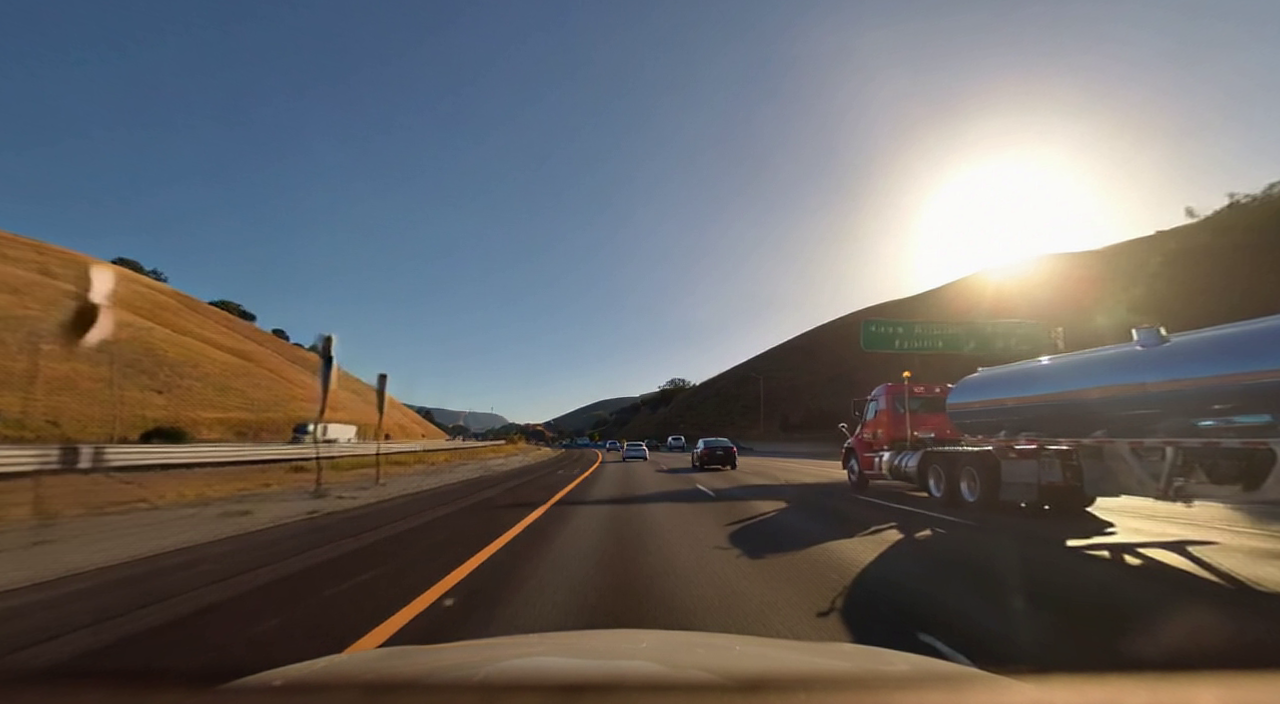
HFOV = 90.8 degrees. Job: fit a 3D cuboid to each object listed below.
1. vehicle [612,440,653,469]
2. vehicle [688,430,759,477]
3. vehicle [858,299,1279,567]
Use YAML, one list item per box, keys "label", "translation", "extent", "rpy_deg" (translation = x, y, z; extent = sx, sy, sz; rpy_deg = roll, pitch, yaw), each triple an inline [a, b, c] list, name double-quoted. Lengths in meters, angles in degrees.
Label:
- label: "vehicle"
  translation: [-0.471, 5.558, 34.294]
  extent: [2.083, 1.477, 3.965]
  rpy_deg: [0, -9, -2]
- label: "vehicle"
  translation: [3.361, 4.219, 26.400]
  extent: [2.098, 1.794, 4.561]
  rpy_deg: [0, -9, -3]
- label: "vehicle"
  translation: [7.394, 1.583, 11.869]
  extent: [2.880, 2.975, 9.608]
  rpy_deg: [0, -9, -2]
